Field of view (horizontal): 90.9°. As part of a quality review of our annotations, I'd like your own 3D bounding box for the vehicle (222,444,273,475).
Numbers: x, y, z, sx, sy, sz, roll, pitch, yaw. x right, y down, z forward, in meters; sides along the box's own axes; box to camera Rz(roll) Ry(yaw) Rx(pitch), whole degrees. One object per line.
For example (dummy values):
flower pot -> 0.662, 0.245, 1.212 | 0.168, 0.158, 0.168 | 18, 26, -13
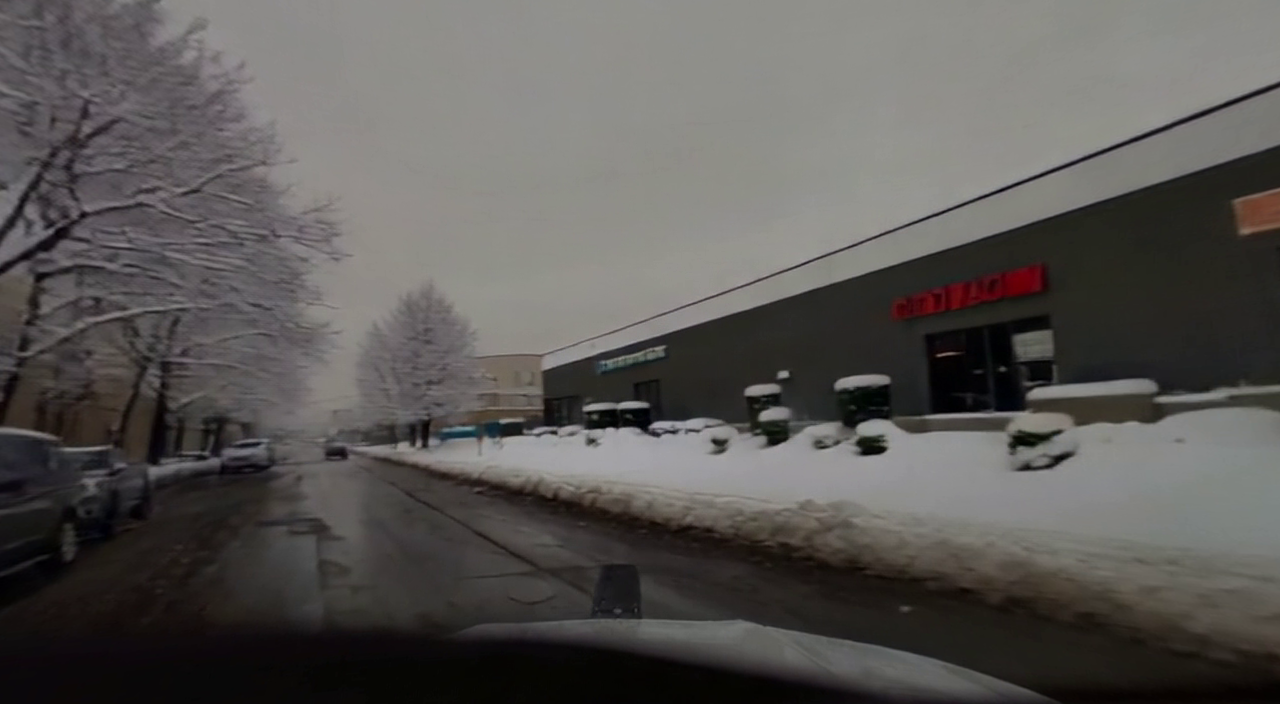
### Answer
vehicle -> -22.314, 6.130, 36.006 | 2.040, 1.501, 4.440 | -1, -8, -26
